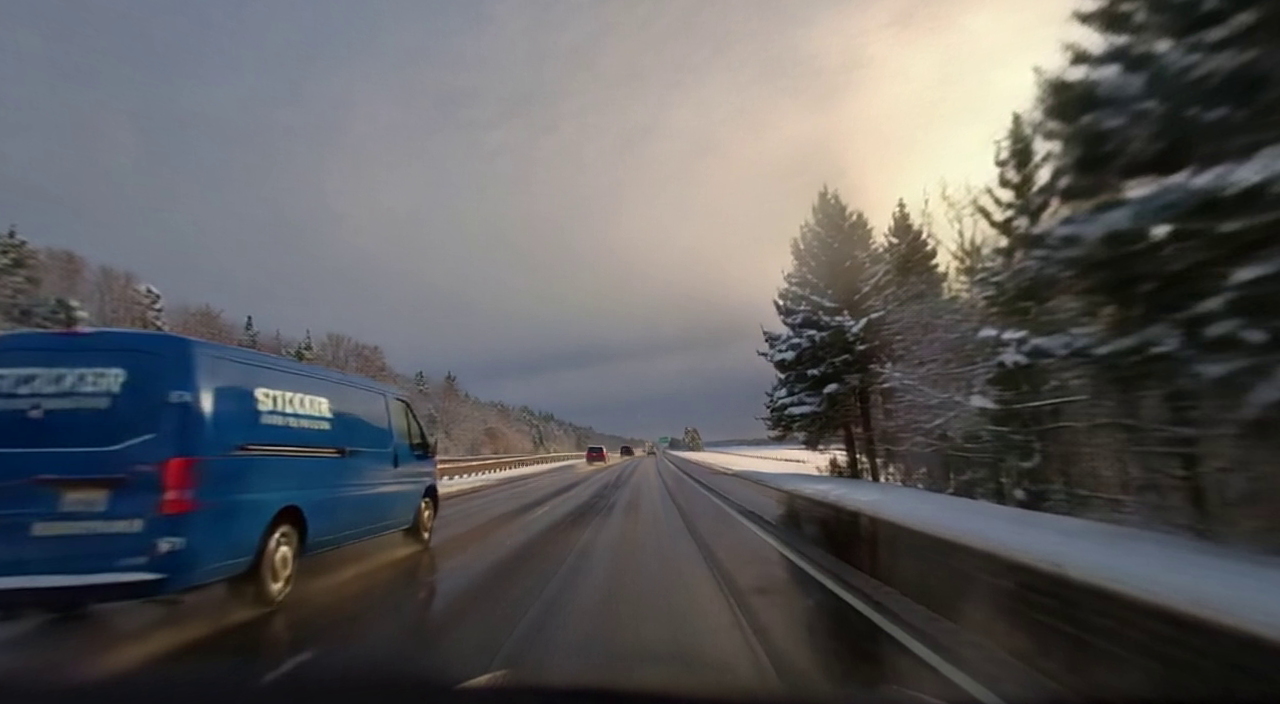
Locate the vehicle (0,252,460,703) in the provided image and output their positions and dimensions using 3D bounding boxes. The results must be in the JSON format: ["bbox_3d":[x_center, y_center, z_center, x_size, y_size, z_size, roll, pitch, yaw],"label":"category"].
[{"bbox_3d":[-3.627,1.040,5.712,2.360,2.367,5.223,0,-8,1],"label":"vehicle"}]
